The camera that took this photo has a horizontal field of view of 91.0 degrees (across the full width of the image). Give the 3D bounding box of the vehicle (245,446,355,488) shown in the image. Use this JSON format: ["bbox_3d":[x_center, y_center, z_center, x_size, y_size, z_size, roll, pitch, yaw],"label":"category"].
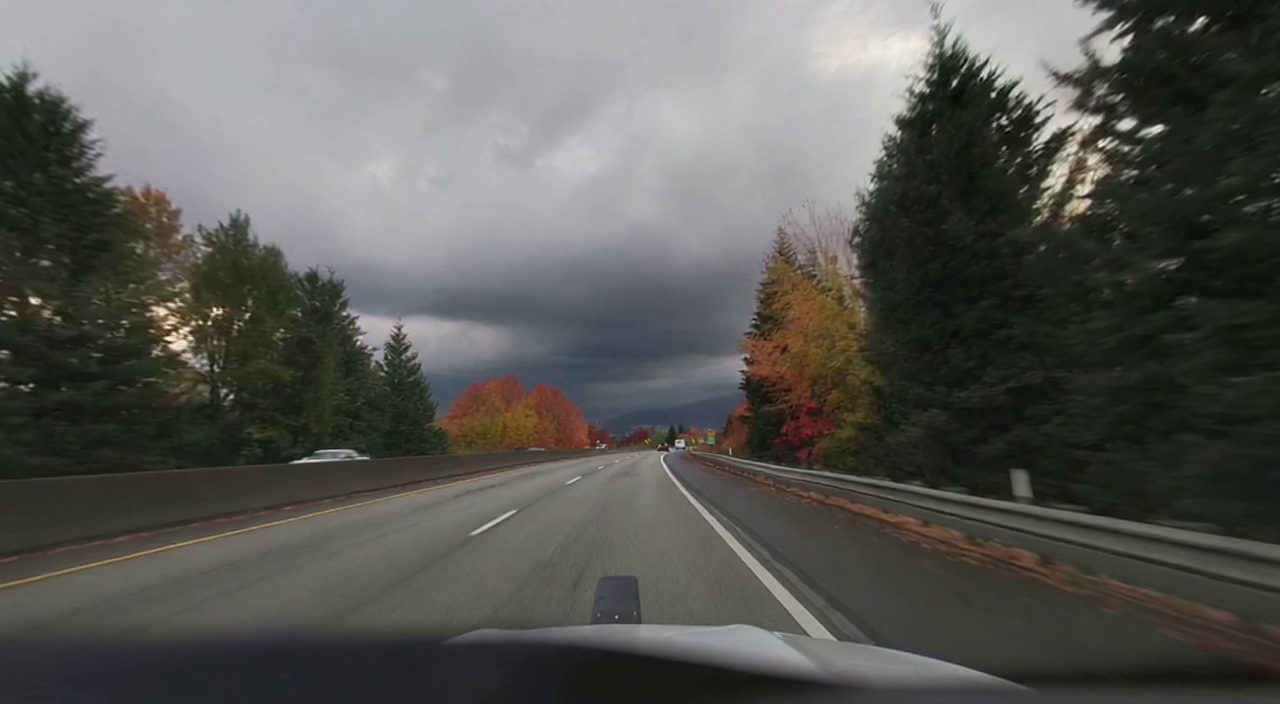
[{"bbox_3d":[-14.520,4.908,27.219,2.224,1.568,4.411,-1,-8,1],"label":"vehicle"}]
